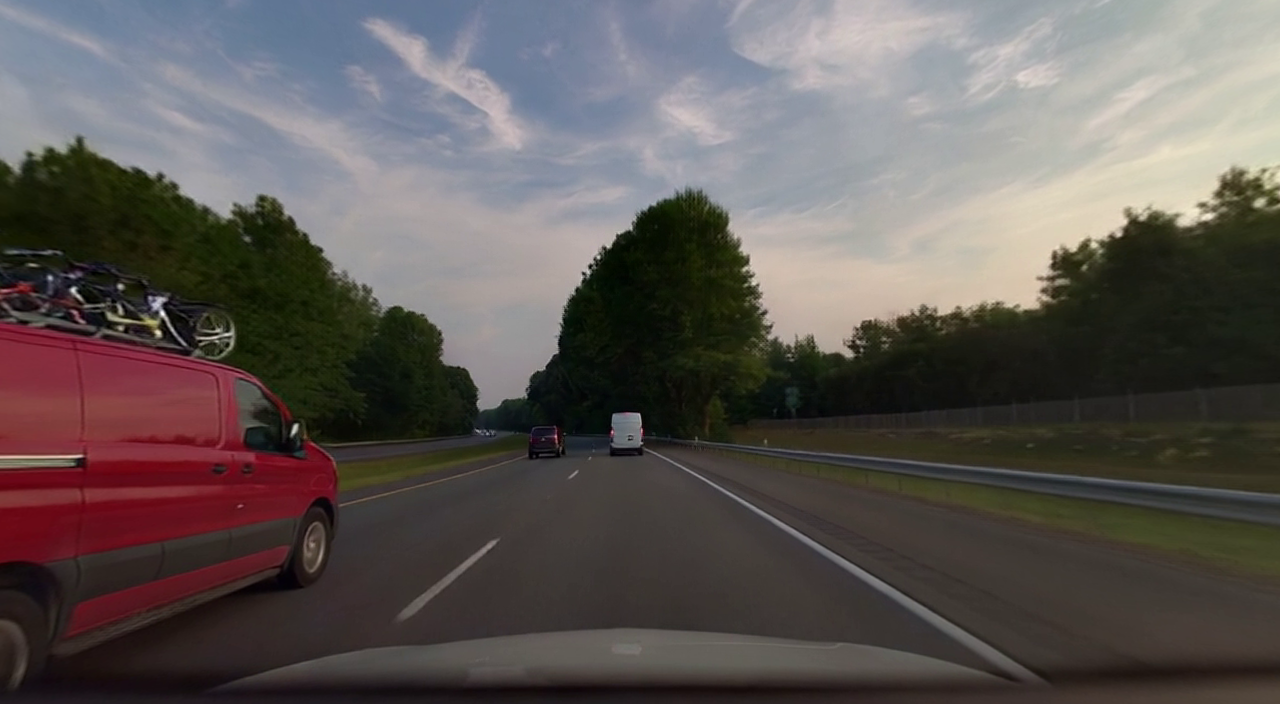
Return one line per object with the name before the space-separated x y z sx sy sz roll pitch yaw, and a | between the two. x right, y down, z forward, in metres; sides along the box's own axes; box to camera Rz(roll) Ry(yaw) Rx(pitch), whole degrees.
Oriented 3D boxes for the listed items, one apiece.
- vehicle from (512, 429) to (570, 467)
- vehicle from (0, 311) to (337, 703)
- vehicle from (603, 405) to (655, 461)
vehicle | -4.544 4.460 29.631 2.110 1.636 4.453 0 -8 -1
vehicle | -3.596 0.783 2.950 2.069 1.751 4.720 0 -8 -1
vehicle | -0.745 4.624 35.832 2.647 2.896 6.480 0 -8 -3
